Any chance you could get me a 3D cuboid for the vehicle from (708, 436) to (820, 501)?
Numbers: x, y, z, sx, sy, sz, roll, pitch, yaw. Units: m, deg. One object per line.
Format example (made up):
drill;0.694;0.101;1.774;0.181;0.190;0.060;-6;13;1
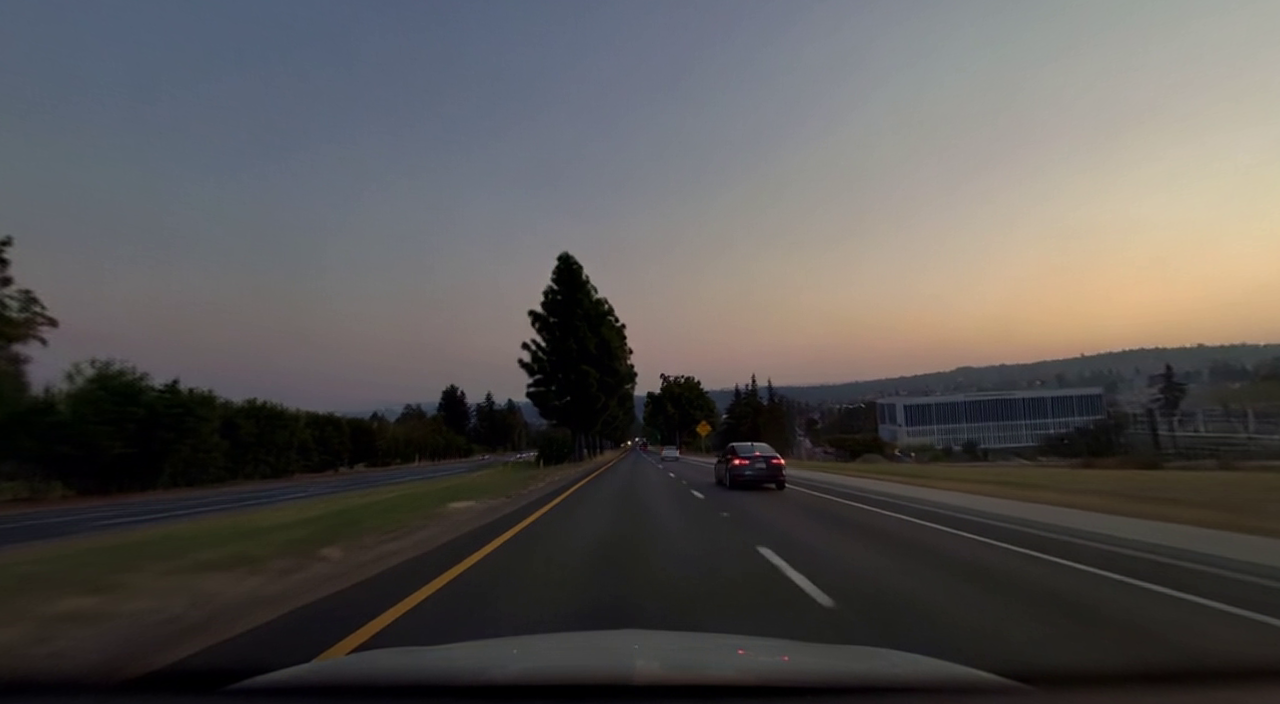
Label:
vehicle;3.215;3.119;17.347;2.042;1.518;4.477;0;-9;-1
